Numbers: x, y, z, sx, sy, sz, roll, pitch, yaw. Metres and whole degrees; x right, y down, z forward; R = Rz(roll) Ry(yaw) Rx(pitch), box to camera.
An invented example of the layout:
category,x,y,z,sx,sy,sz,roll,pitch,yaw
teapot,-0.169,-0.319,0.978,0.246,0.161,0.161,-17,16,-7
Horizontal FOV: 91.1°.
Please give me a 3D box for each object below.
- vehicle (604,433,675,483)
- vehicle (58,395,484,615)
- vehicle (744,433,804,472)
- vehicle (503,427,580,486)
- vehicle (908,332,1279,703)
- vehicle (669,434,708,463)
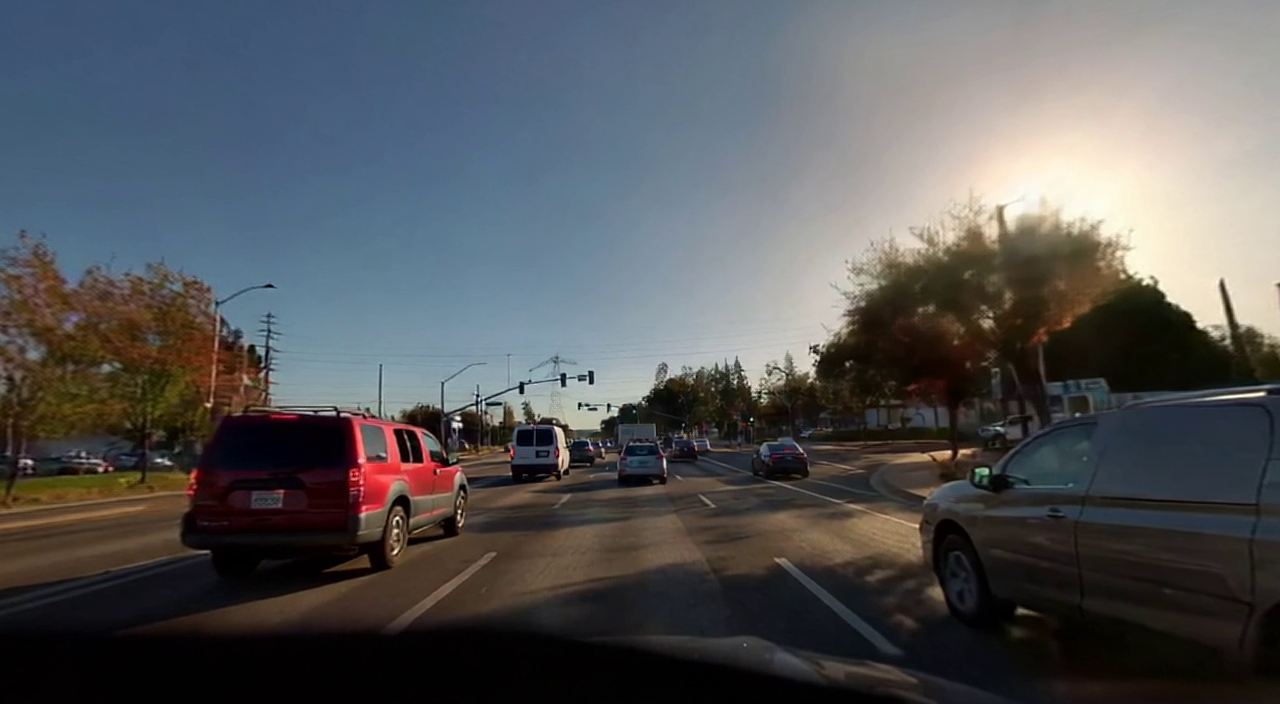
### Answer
category,x,y,z,sx,sy,sz,roll,pitch,yaw
vehicle,-0.002,4.068,24.396,2.426,1.703,5.602,0,-8,0
vehicle,-3.599,1.601,7.668,2.002,1.747,5.173,0,-8,1
vehicle,6.284,4.749,29.970,2.119,1.696,4.623,0,-8,3
vehicle,-3.547,3.876,23.606,2.025,1.936,4.995,0,-8,1
vehicle,3.599,0.988,3.597,2.055,1.786,4.817,0,-8,1
vehicle,3.209,6.519,42.553,2.193,1.795,5.130,0,-8,-1
